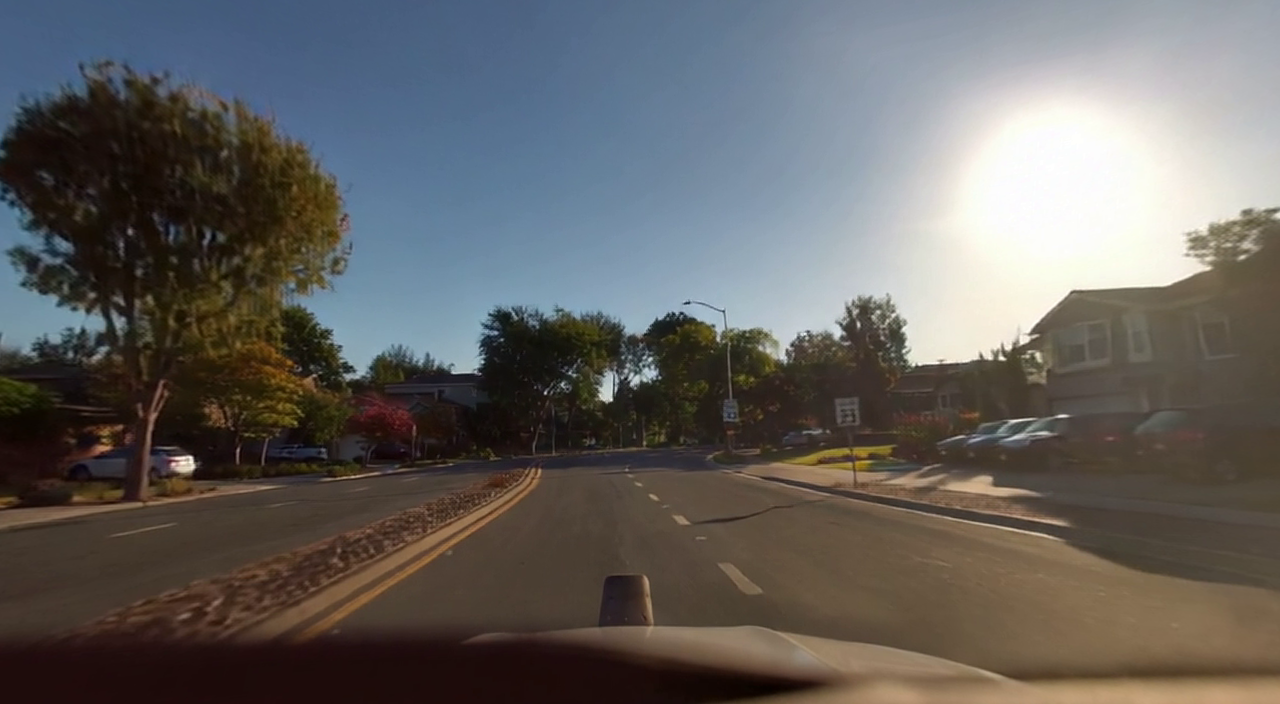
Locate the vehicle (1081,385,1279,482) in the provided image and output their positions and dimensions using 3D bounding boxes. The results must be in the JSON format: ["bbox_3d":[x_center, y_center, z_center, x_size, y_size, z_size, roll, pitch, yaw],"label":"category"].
[{"bbox_3d":[14.200,1.867,14.612,5.793,2.017,2.535,-4,-9,13],"label":"vehicle"}]

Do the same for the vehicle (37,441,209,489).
[{"bbox_3d":[-21.163,4.622,26.068,4.879,1.854,2.265,1,-9,-8],"label":"vehicle"}]

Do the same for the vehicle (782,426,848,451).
[{"bbox_3d":[13.416,6.675,48.524,4.766,1.789,1.939,-2,-9,12],"label":"vehicle"}]
